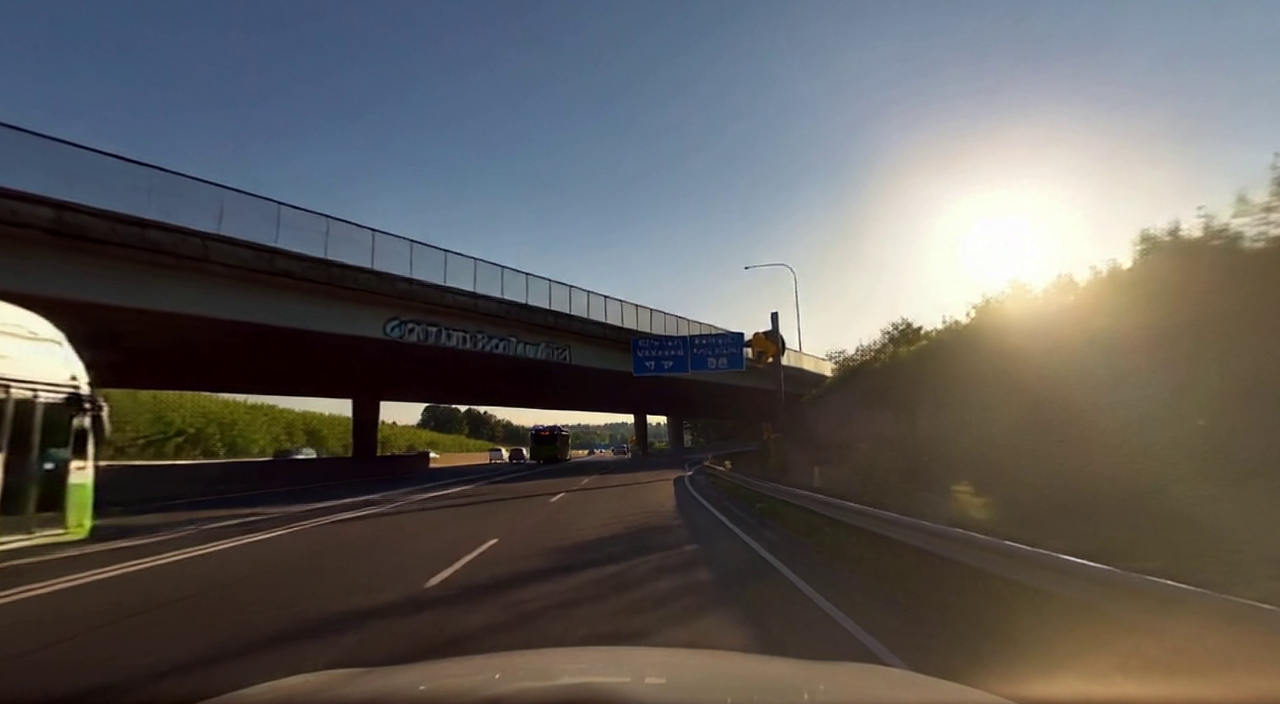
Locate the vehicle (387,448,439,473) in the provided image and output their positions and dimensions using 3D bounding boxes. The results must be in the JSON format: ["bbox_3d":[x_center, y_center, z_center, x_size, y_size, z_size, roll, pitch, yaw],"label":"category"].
[{"bbox_3d":[-14.300,6.873,40.015,1.878,1.470,3.825,0,-9,0],"label":"vehicle"}]

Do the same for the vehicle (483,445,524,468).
[{"bbox_3d":[-10.154,7.806,47.191,1.979,1.600,4.516,0,-9,1],"label":"vehicle"}]

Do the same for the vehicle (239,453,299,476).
[{"bbox_3d":[-25.331,7.678,43.233,1.701,1.390,4.014,0,-9,-1],"label":"vehicle"}]

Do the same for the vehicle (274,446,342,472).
[{"bbox_3d":[-22.273,7.174,42.609,1.999,1.640,4.855,0,-9,-1],"label":"vehicle"}]
